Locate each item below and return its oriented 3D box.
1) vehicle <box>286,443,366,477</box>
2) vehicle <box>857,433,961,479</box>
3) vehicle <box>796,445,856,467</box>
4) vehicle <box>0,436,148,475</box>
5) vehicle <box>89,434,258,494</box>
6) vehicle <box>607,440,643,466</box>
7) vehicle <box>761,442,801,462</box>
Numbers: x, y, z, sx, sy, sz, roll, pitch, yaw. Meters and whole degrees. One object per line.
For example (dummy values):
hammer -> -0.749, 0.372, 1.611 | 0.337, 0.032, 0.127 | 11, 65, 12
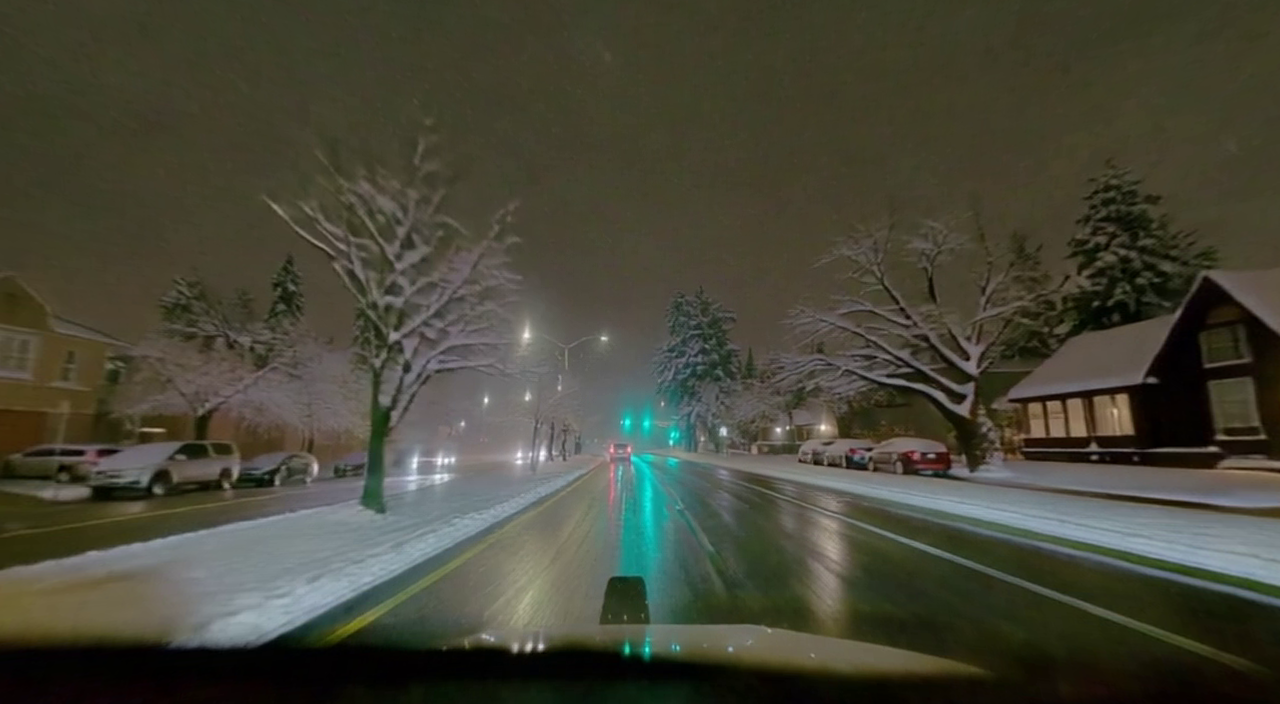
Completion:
vehicle -> -15.346, 5.265, 31.061 | 1.884, 1.540, 3.927 | 0, -8, 0
vehicle -> 11.432, 4.440, 27.246 | 2.147, 1.767, 5.125 | 0, -8, -1
vehicle -> 11.198, 6.305, 38.324 | 2.015, 1.231, 4.748 | 0, -8, -2
vehicle -> -23.326, 4.256, 26.081 | 4.184, 1.528, 1.990 | 1, -8, -3
vehicle -> -15.145, 3.646, 20.904 | 2.042, 1.748, 4.584 | 0, -8, 0
vehicle -> -0.942, 6.223, 39.029 | 2.113, 1.462, 4.203 | 0, -8, -2
vehicle -> 10.940, 7.790, 49.119 | 1.839, 1.445, 4.484 | 0, -8, -3
